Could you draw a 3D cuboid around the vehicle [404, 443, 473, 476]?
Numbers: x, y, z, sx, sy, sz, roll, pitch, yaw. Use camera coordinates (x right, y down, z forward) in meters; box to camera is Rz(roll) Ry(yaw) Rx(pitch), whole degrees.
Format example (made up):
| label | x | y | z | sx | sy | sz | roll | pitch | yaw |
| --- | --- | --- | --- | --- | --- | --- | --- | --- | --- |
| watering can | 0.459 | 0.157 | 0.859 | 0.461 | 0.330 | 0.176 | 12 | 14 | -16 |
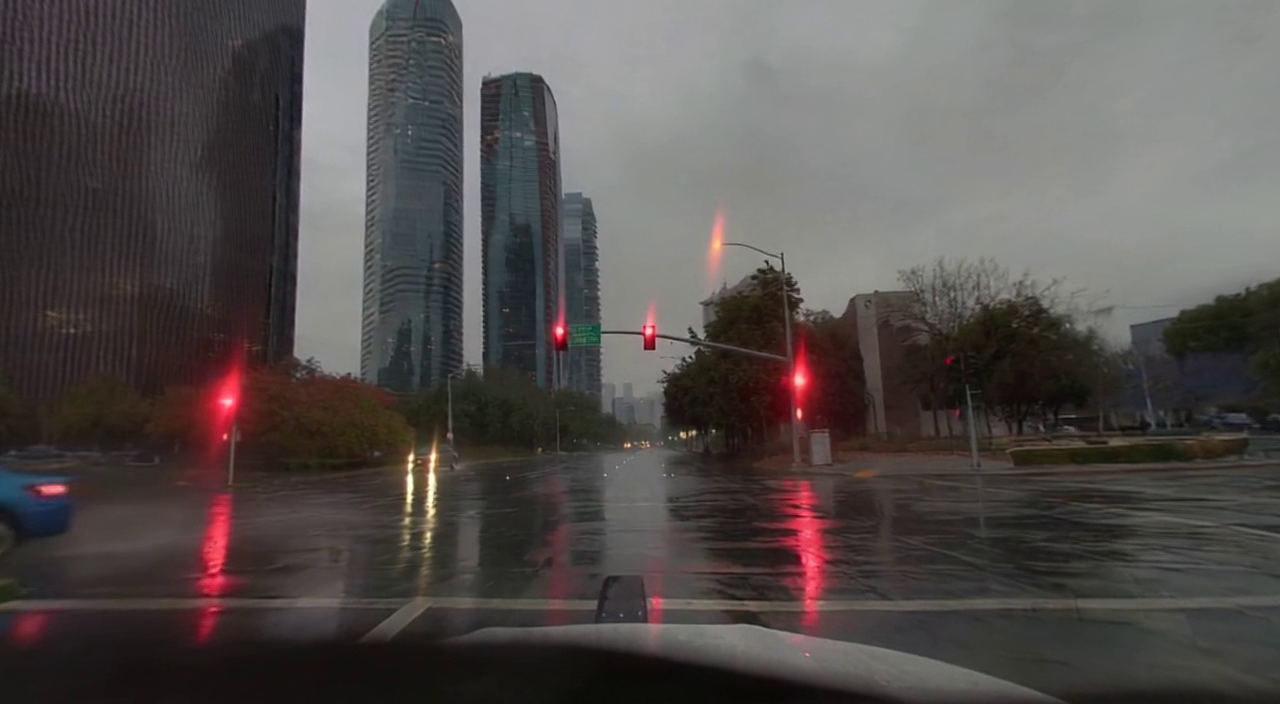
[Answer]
| label | x | y | z | sx | sy | sz | roll | pitch | yaw |
| --- | --- | --- | --- | --- | --- | --- | --- | --- | --- |
| vehicle | -11.575 | 6.217 | 36.582 | 2.069 | 1.771 | 4.947 | 0 | -9 | 3 |
